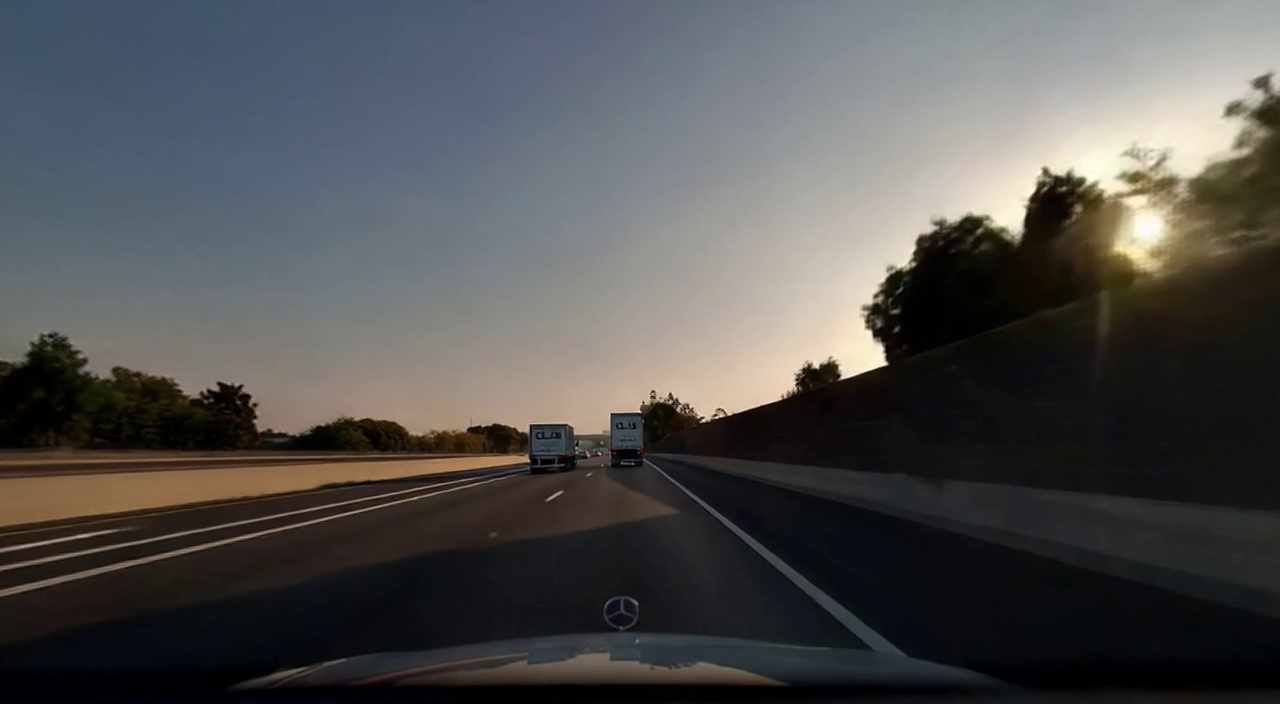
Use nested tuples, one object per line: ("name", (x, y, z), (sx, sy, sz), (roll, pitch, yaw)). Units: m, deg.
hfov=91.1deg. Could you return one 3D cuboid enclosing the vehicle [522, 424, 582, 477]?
("vehicle", (-4.780, 5.491, 35.039), (2.529, 2.697, 5.935), (0, -9, -1))
